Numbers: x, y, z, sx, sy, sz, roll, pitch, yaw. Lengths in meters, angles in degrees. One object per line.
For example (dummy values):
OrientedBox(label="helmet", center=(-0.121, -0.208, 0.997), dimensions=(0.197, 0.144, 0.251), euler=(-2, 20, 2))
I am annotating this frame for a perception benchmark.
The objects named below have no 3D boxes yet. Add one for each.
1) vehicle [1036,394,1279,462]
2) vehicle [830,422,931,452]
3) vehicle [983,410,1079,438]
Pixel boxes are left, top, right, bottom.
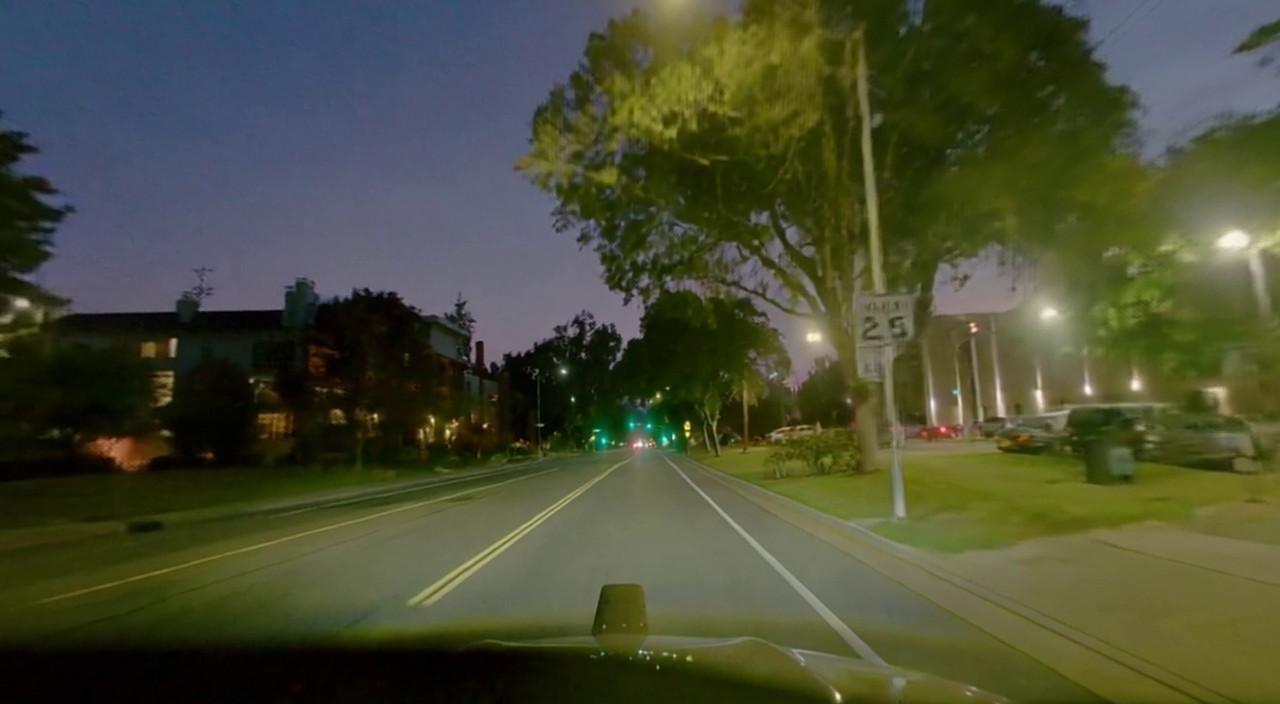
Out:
OrientedBox(label="vehicle", center=(12.526, 1.818, 14.872), dimensions=(4.955, 1.489, 2.002), euler=(0, -8, 1))
OrientedBox(label="vehicle", center=(12.833, 4.586, 33.841), dimensions=(4.529, 1.490, 2.168), euler=(1, -8, -6))
OrientedBox(label="vehicle", center=(25.963, 4.808, 41.971), dimensions=(4.864, 1.797, 2.150), euler=(0, -8, 1))
